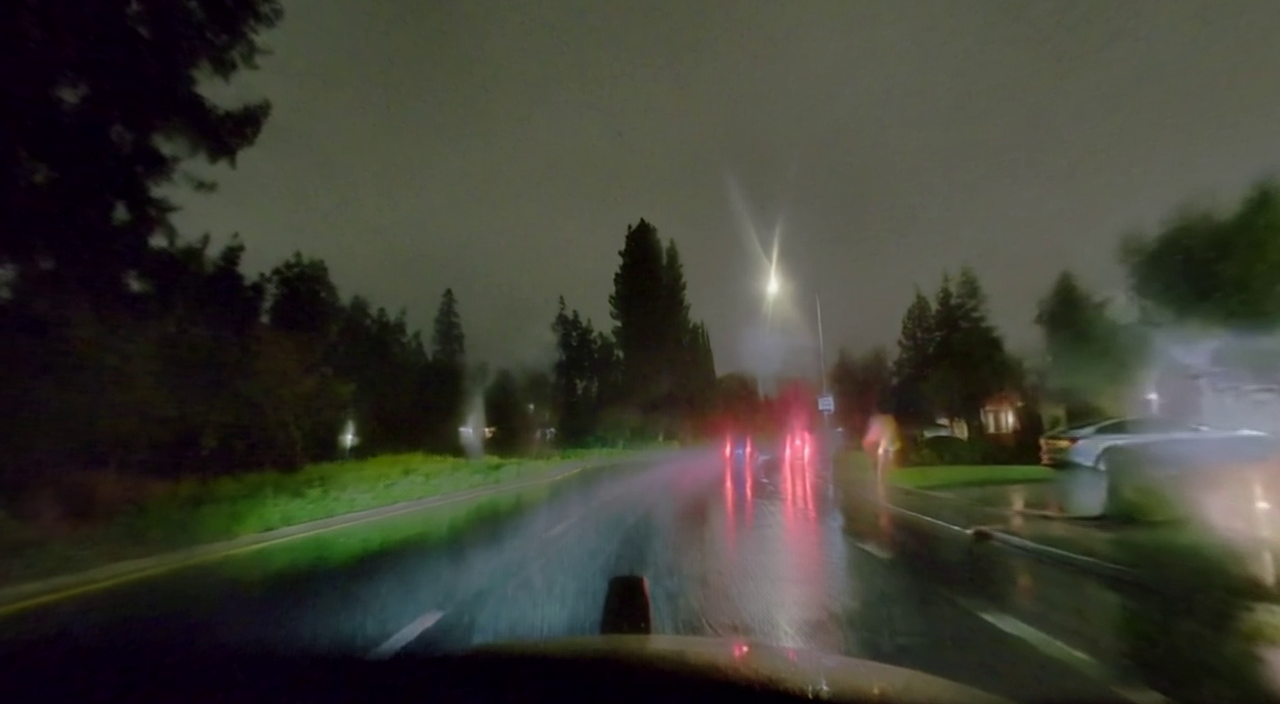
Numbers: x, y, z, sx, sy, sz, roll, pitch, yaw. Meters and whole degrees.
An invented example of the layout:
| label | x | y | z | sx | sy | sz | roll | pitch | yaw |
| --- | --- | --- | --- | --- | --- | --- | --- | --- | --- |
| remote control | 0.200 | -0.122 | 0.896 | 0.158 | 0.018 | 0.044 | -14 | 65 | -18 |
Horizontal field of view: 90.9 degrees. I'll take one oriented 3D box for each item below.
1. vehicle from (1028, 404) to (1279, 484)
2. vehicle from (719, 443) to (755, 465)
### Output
| label | x | y | z | sx | sy | sz | roll | pitch | yaw |
| --- | --- | --- | --- | --- | --- | --- | --- | --- | --- |
| vehicle | 12.928 | 2.294 | 15.663 | 4.999 | 1.791 | 2.177 | -2 | -9 | 9 |
| vehicle | 6.947 | 7.264 | 44.927 | 2.050 | 1.456 | 4.003 | -2 | -9 | 16 |
